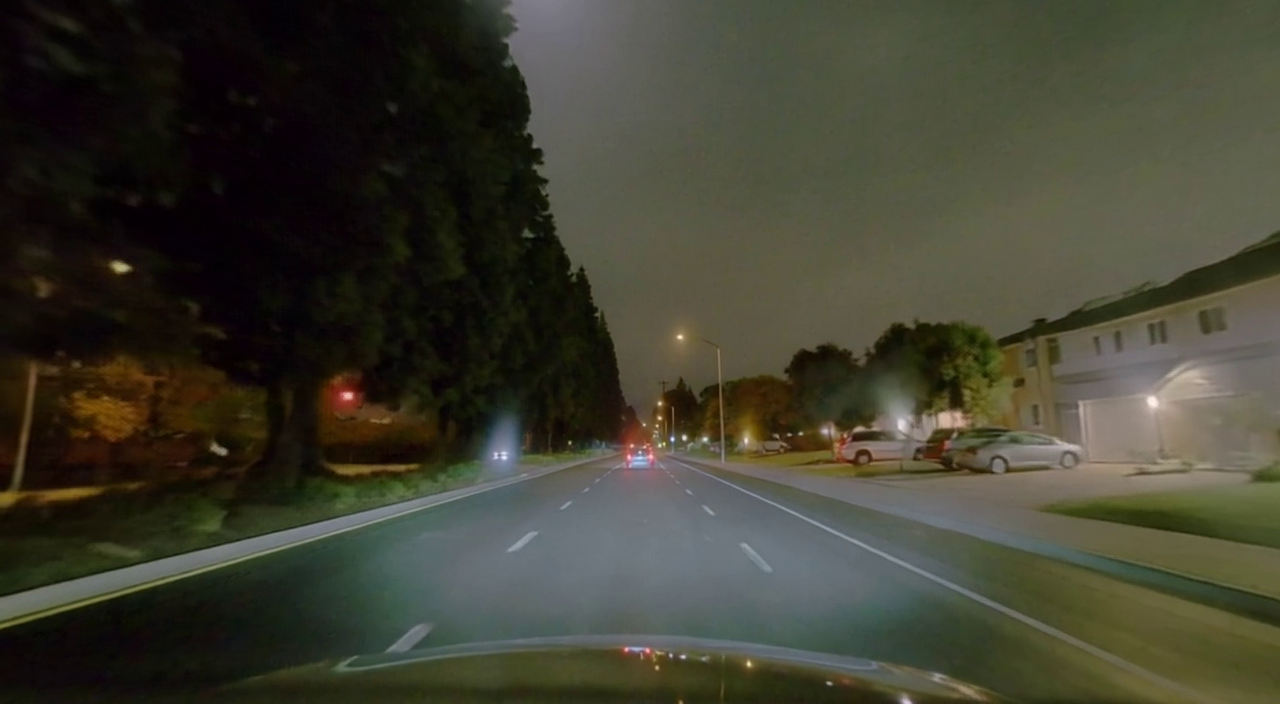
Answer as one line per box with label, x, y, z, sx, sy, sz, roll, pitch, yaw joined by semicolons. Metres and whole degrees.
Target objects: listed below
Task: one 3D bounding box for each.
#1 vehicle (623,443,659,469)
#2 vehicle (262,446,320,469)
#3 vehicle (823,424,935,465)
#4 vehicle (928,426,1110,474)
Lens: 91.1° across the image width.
vehicle;0.047;6.220;37.831;2.054;1.456;4.003;0;-8;0
vehicle;-24.023;7.252;43.379;1.892;1.455;3.564;0;-8;1
vehicle;12.264;4.801;32.449;4.923;2.019;1.985;0;-9;2
vehicle;12.503;3.267;20.965;4.787;1.494;1.887;0;-8;1
